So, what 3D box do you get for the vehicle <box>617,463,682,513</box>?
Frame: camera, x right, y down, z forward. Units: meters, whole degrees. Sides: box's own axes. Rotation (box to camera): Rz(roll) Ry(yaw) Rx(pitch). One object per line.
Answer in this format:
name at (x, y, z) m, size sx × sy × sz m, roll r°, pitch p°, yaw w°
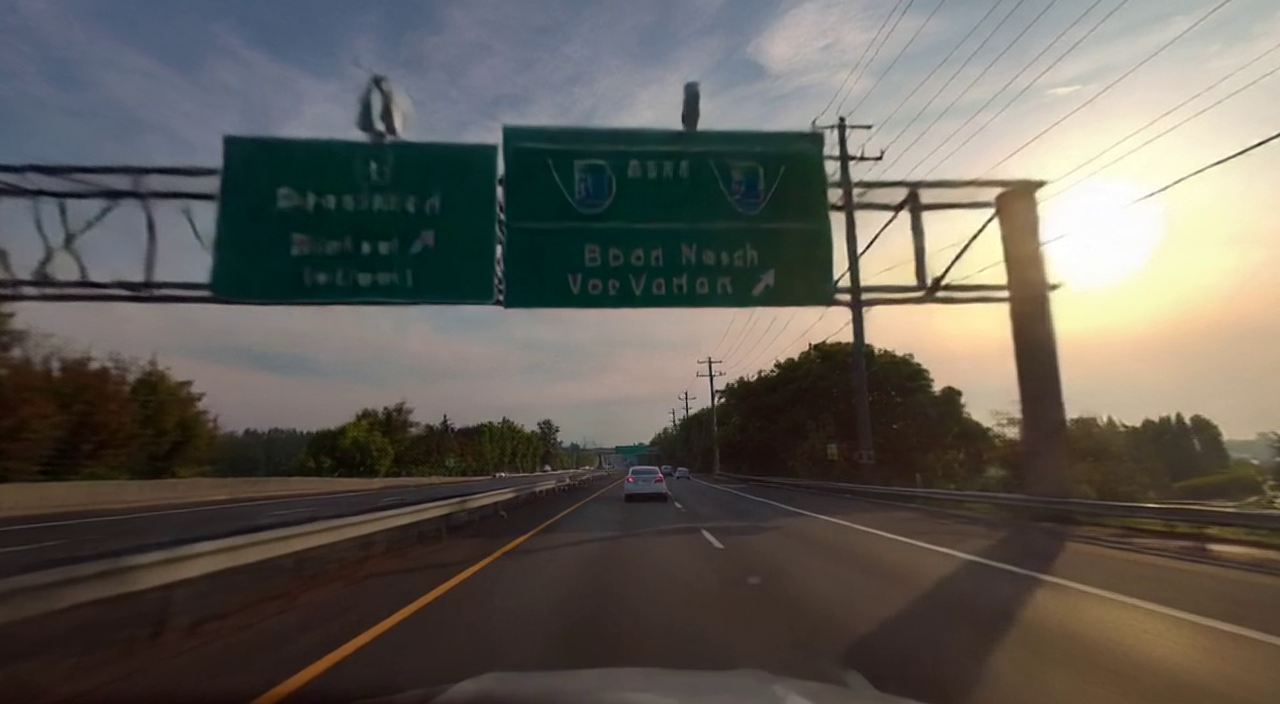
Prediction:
vehicle at (0.302, 4.490, 21.134) m, size 1.987 × 1.480 × 3.786 m, roll 1°, pitch -10°, yaw 0°
